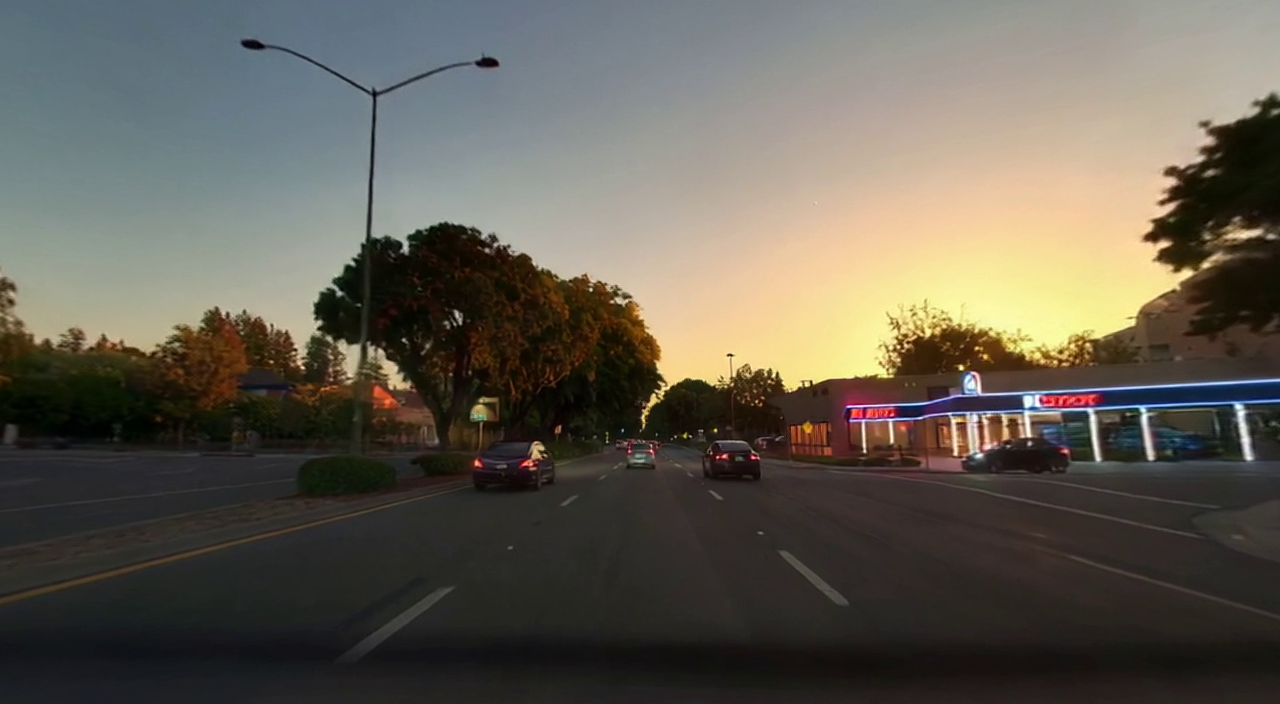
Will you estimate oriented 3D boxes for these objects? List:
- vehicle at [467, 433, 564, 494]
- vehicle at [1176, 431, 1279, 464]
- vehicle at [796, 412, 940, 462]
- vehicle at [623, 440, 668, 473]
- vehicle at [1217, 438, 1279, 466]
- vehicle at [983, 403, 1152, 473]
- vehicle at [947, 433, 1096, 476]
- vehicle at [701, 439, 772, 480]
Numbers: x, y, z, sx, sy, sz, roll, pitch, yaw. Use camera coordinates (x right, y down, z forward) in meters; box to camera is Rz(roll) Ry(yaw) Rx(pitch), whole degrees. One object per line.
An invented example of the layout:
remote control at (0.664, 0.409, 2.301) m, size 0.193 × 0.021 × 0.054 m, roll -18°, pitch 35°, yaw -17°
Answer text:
vehicle at (-3.566, 3.274, 18.878) m, size 1.995 × 1.607 × 4.086 m, roll 0°, pitch -8°, yaw 1°
vehicle at (34.366, 5.583, 36.769) m, size 4.398 × 1.669 × 1.981 m, roll -2°, pitch -8°, yaw -4°
vehicle at (14.963, 5.738, 41.997) m, size 8.343 × 3.028 × 3.002 m, roll -2°, pitch -10°, yaw 3°
vehicle at (0.276, 5.194, 31.526) m, size 2.059 × 1.477 × 4.216 m, roll 0°, pitch -8°, yaw 1°
vehicle at (34.380, 5.423, 34.236) m, size 4.212 × 1.423 × 1.764 m, roll -1°, pitch -8°, yaw 3°
vehicle at (21.859, 4.526, 33.030) m, size 2.928 × 3.123 × 8.236 m, roll -1°, pitch -8°, yaw -1°
vehicle at (15.115, 4.095, 25.258) m, size 4.578 × 1.620 × 2.047 m, roll -2°, pitch -9°, yaw 11°
vehicle at (3.691, 4.178, 24.839) m, size 2.012 × 1.462 × 4.400 m, roll 0°, pitch -8°, yaw -1°
